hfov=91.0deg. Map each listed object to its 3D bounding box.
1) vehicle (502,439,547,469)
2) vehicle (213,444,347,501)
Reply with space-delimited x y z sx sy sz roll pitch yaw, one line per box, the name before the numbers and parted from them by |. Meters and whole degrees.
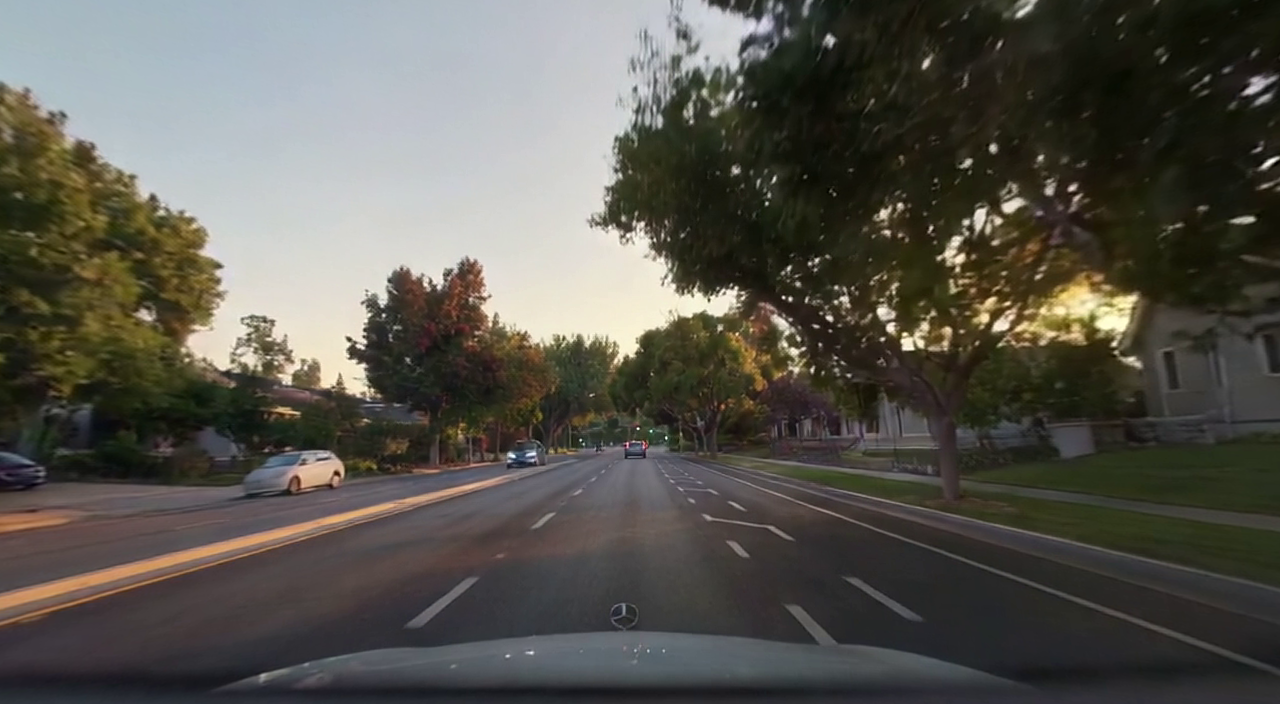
vehicle | -7.257 6.456 39.968 2.082 1.789 4.387 0 -8 0
vehicle | -12.329 4.105 21.984 2.098 1.740 4.449 0 -8 -1
